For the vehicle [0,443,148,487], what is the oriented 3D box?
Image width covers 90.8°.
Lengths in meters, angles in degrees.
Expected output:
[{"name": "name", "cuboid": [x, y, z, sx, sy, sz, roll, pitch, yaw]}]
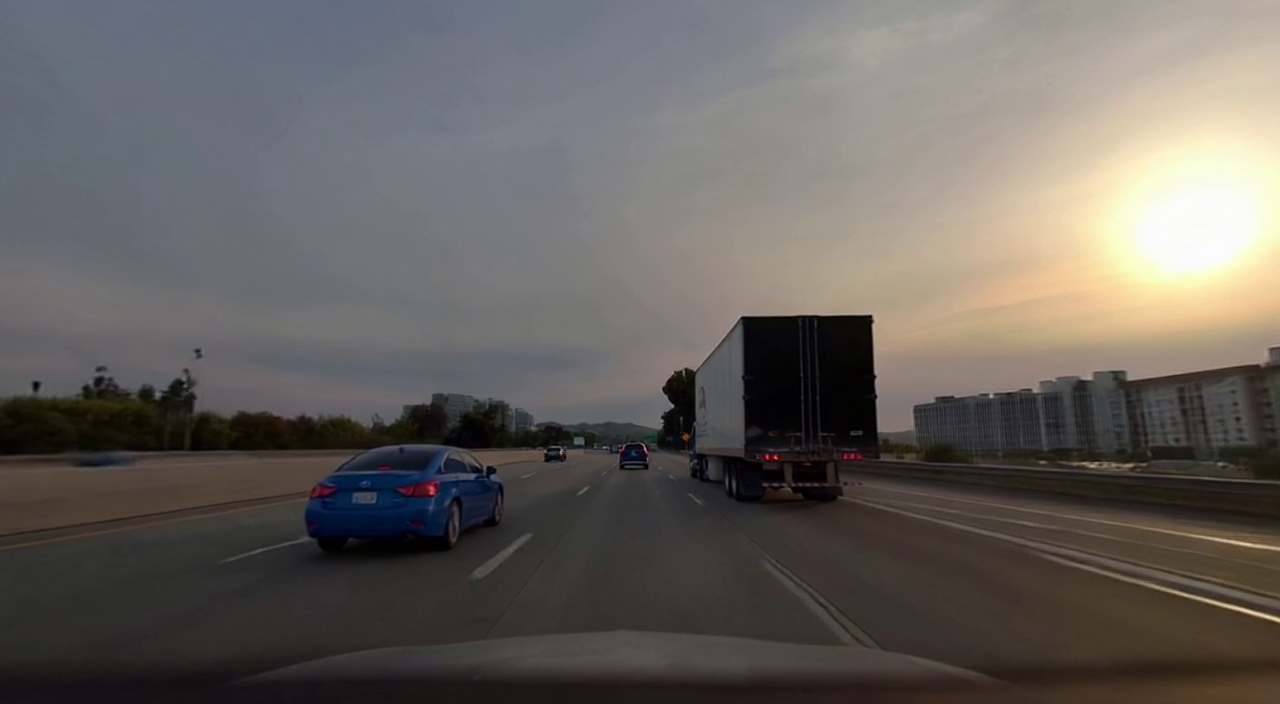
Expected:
[{"name": "vehicle", "cuboid": [-23.277, 4.637, 26.160, 1.964, 1.612, 4.834, 0, -9, -1]}]

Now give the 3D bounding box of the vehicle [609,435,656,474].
[{"name": "vehicle", "cuboid": [-0.369, 5.104, 31.543, 2.203, 1.805, 4.358, 0, -9, -1]}]

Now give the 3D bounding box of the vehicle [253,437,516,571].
[{"name": "vehicle", "cuboid": [-3.182, 1.991, 9.077, 1.864, 1.406, 4.544, 0, -9, 0]}]

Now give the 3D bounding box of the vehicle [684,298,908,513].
[{"name": "vehicle", "cuboid": [3.449, 2.138, 19.507, 2.876, 4.086, 15.117, 0, -9, -1]}]
